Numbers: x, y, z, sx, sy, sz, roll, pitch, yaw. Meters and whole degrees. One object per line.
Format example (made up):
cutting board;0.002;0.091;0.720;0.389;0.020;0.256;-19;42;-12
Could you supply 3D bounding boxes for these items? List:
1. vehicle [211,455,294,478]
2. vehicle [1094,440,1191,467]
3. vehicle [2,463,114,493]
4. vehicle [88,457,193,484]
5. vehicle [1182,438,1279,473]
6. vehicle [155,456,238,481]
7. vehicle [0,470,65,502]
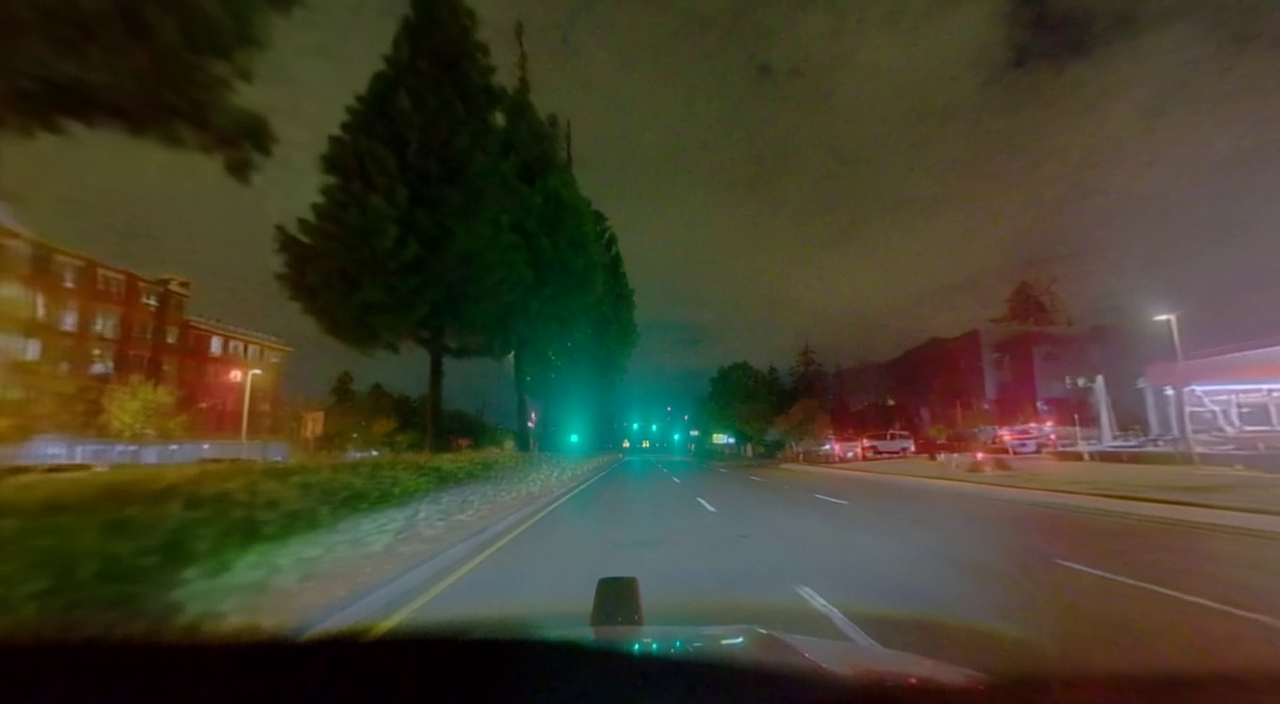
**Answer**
vehicle;-29.628;8.755;48.240;4.739;1.638;2.515;0;-9;-1
vehicle;31.150;6.306;39.136;4.211;1.574;1.973;-1;-8;5
vehicle;-29.428;6.372;31.908;3.739;1.432;1.902;0;-9;-1
vehicle;-29.435;6.987;37.210;4.350;1.512;2.145;0;-9;-1
vehicle;32.033;5.514;33.566;4.301;1.760;2.057;0;-8;-1
vehicle;-29.805;7.825;42.343;4.154;1.510;1.847;-1;-8;1
vehicle;-29.293;6.206;29.323;3.322;1.358;1.617;1;-8;-2
